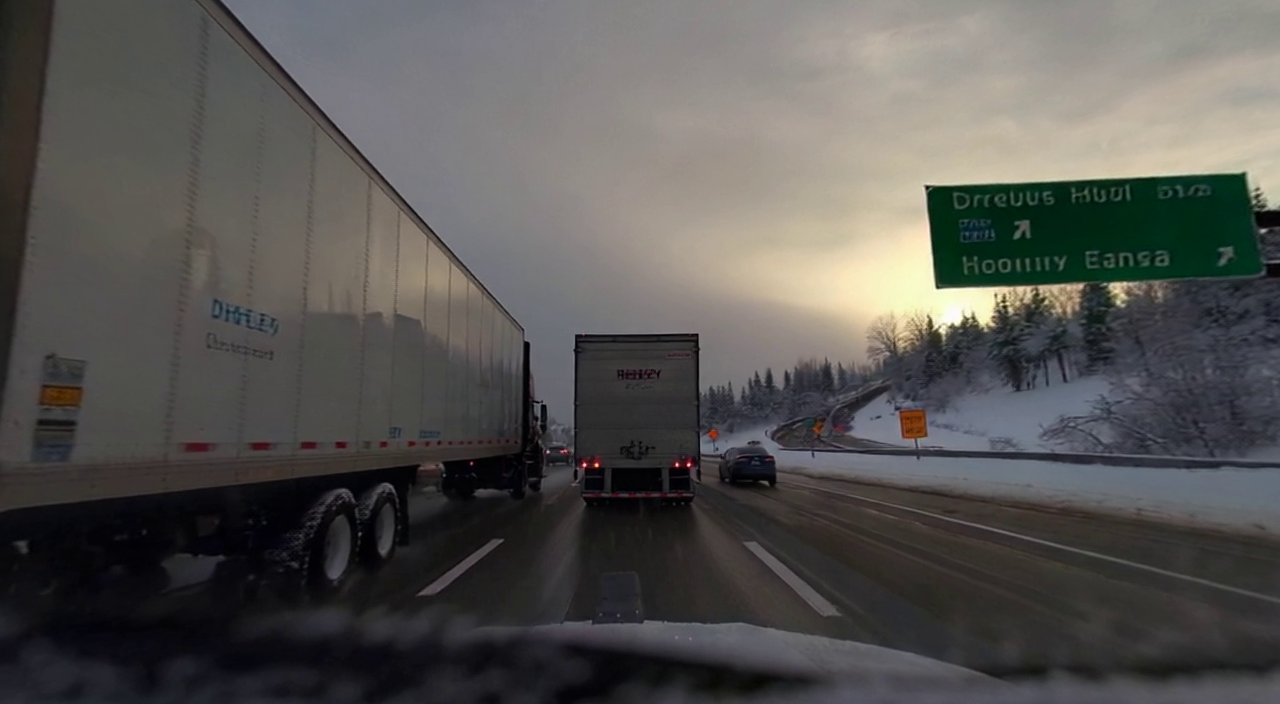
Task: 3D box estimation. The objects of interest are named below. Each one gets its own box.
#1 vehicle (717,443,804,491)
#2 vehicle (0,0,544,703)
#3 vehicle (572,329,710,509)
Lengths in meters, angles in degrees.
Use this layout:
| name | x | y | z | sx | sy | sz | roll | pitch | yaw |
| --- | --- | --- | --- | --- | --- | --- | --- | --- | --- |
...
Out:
| name | x | y | z | sx | sy | sz | roll | pitch | yaw |
| --- | --- | --- | --- | --- | --- | --- | --- | --- | --- |
| vehicle | 3.966 | 3.849 | 21.608 | 2.010 | 1.446 | 4.579 | 0 | -9 | -1 |
| vehicle | -4.086 | 0.646 | 9.075 | 2.873 | 4.107 | 15.970 | 0 | -9 | 0 |
| vehicle | -0.033 | 2.133 | 18.409 | 2.910 | 3.828 | 9.805 | 0 | -9 | -1 |
